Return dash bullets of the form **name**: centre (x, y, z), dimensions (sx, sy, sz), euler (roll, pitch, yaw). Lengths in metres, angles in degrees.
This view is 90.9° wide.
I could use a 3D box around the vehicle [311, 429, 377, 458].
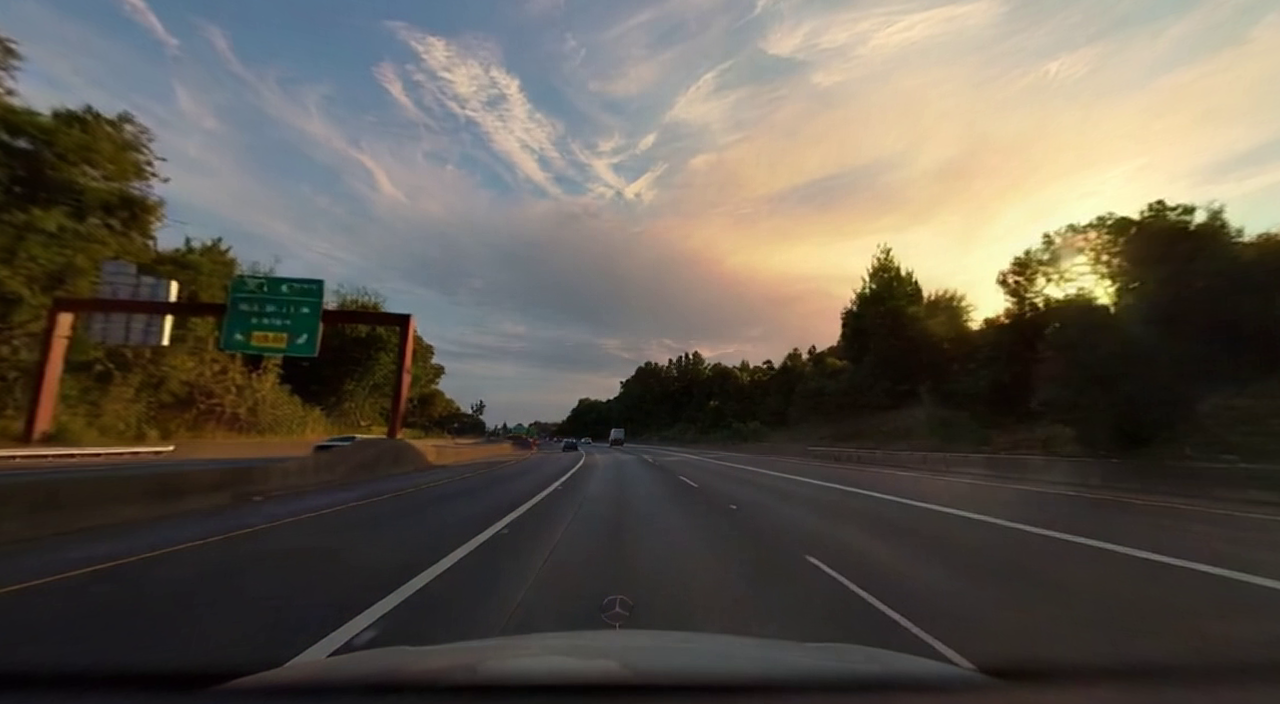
- **vehicle**: centre (-15.885, 4.929, 34.039), dimensions (1.845, 1.486, 3.730), euler (0, -8, -3)
